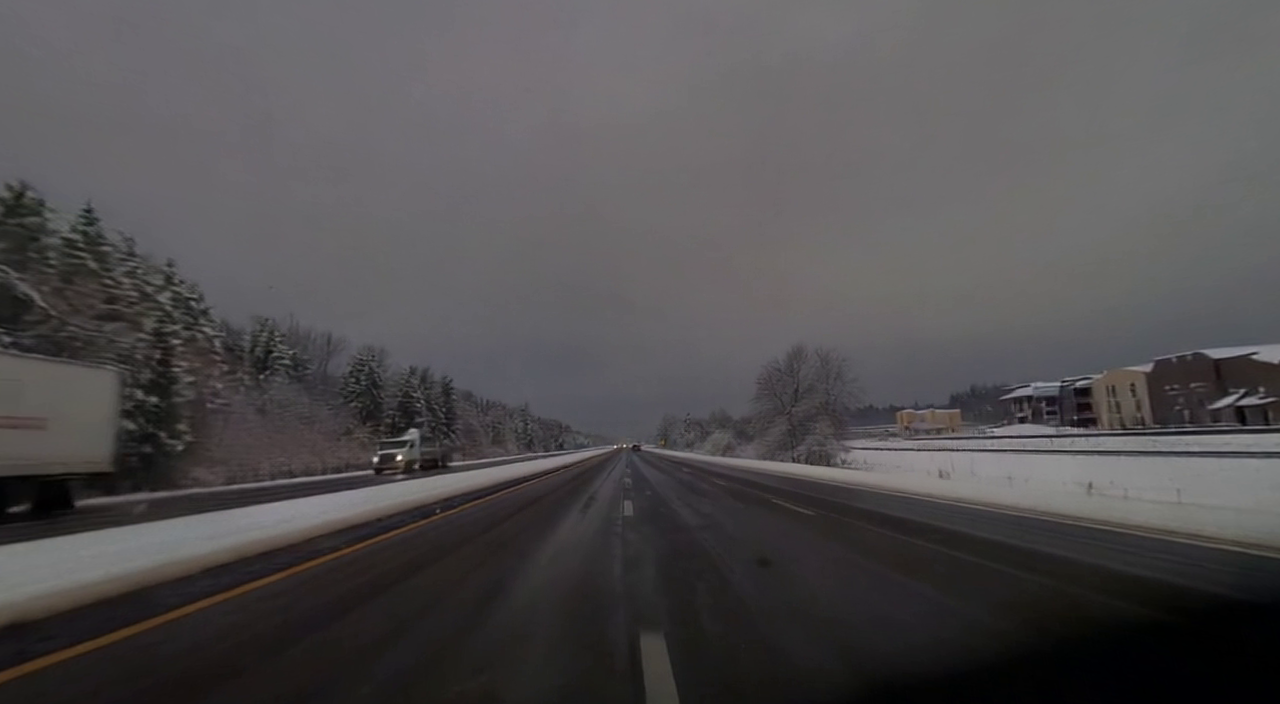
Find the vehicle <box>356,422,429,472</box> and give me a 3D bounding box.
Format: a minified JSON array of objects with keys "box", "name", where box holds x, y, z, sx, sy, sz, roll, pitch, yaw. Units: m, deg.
[{"box":[-19.268,7.496,49.516,3.076,3.601,6.720,0,-9,-2],"name":"vehicle"}]
